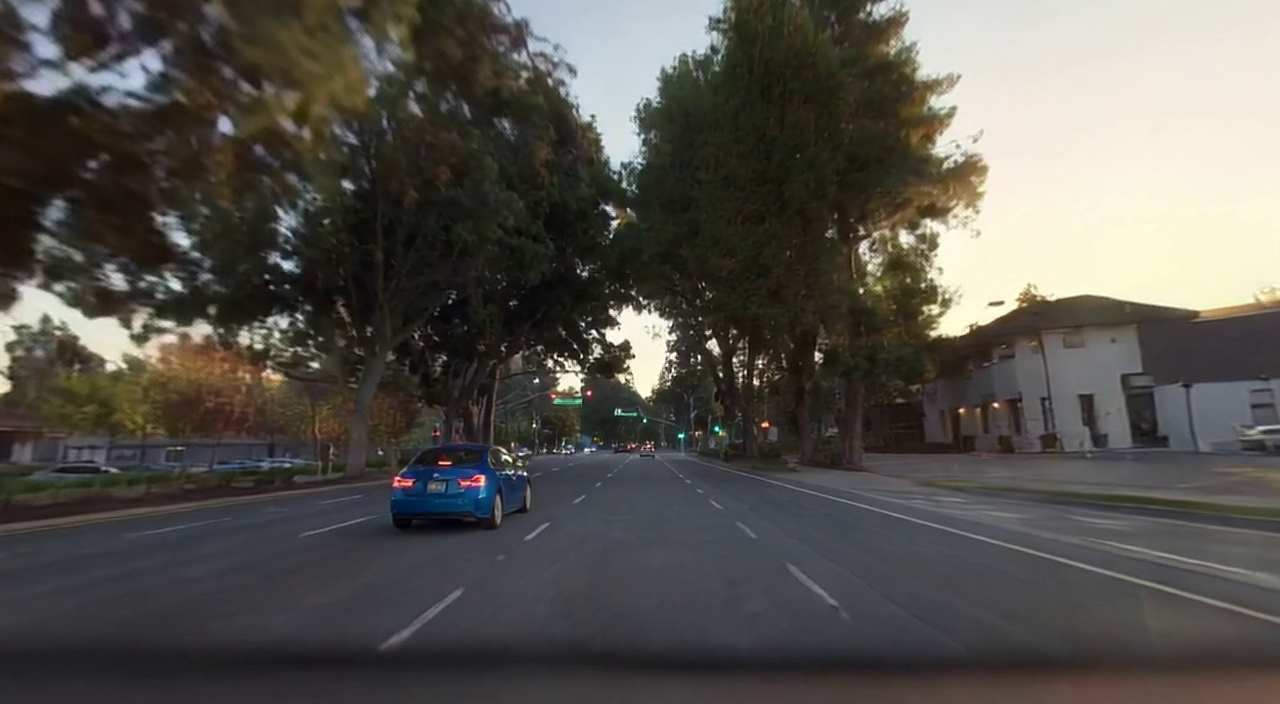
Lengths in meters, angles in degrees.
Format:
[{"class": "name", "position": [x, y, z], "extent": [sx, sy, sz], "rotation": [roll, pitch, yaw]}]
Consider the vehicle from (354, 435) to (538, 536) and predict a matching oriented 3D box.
[{"class": "vehicle", "position": [-3.246, 2.328, 11.627], "extent": [1.924, 1.480, 4.421], "rotation": [0, -9, 1]}]

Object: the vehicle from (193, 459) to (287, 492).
[{"class": "vehicle", "position": [-21.108, 6.514, 33.563], "extent": [1.842, 1.507, 4.846], "rotation": [0, -9, 0]}]

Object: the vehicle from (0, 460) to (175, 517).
[{"class": "vehicle", "position": [-17.339, 4.219, 19.940], "extent": [1.826, 1.490, 4.407], "rotation": [0, -9, 1]}]
